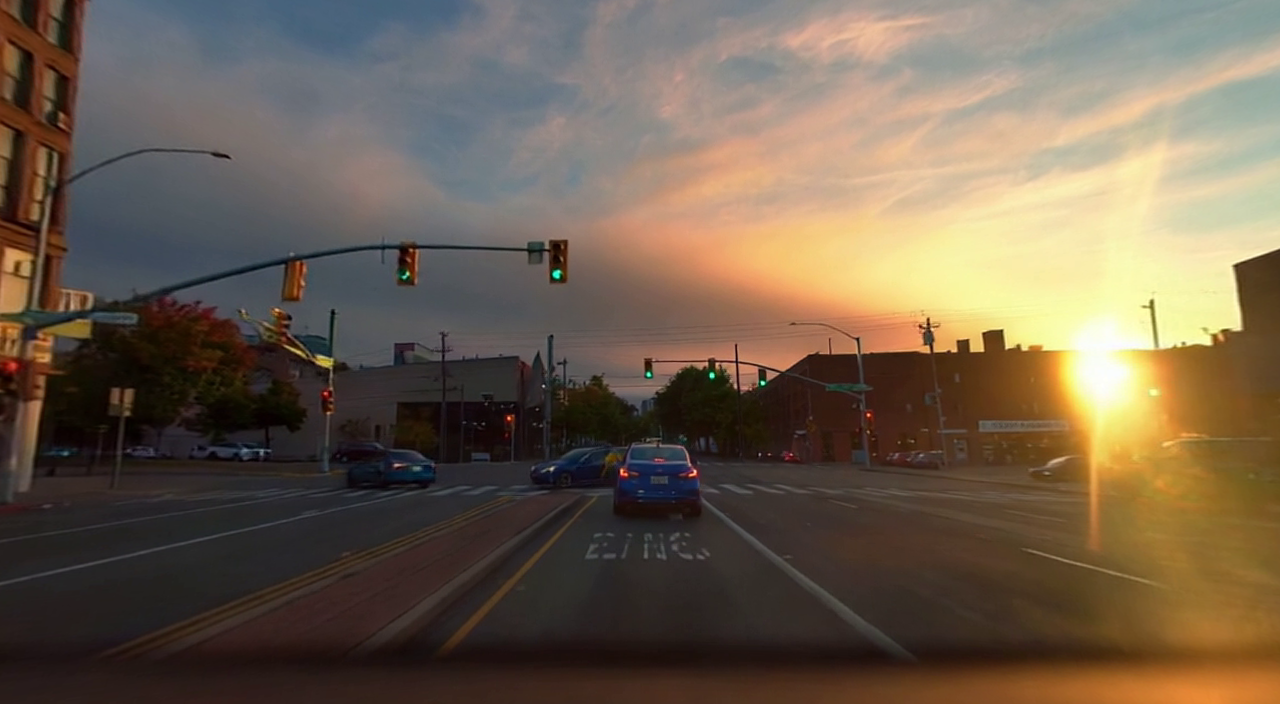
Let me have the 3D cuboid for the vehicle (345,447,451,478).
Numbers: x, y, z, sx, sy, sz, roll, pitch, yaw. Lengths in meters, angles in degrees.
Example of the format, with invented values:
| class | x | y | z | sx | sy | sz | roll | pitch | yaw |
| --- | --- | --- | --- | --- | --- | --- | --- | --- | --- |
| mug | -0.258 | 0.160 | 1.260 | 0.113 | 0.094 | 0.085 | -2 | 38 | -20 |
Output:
| class | x | y | z | sx | sy | sz | roll | pitch | yaw |
| --- | --- | --- | --- | --- | --- | --- | --- | --- | --- |
| vehicle | -11.904 | 5.414 | 31.207 | 4.531 | 1.434 | 1.841 | -2 | -9 | 10 |

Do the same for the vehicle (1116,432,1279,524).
| class | x | y | z | sx | sy | sz | roll | pitch | yaw |
| --- | --- | --- | --- | --- | --- | --- | --- | --- | --- |
| vehicle | 13.927 | 2.696 | 13.801 | 2.309 | 1.819 | 5.793 | 1 | -9 | -3 |

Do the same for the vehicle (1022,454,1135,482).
| class | x | y | z | sx | sy | sz | roll | pitch | yaw |
| --- | --- | --- | --- | --- | --- | --- | --- | --- | --- |
| vehicle | 23.768 | 6.278 | 34.357 | 4.684 | 1.412 | 1.995 | 0 | -9 | -2 |

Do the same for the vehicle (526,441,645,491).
| class | x | y | z | sx | sy | sz | roll | pitch | yaw |
| --- | --- | --- | --- | --- | --- | --- | --- | --- | --- |
| vehicle | -1.997 | 3.853 | 21.732 | 2.213 | 1.489 | 4.626 | 5 | -10 | -31 |

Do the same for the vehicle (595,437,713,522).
| class | x | y | z | sx | sy | sz | roll | pitch | yaw |
| --- | --- | --- | --- | --- | --- | --- | --- | --- | --- |
| vehicle | 0.279 | 2.571 | 13.263 | 2.067 | 1.471 | 4.241 | 0 | -9 | 1 |

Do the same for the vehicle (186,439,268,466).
| class | x | y | z | sx | sy | sz | roll | pitch | yaw |
| --- | --- | --- | --- | --- | --- | --- | --- | --- | --- |
| vehicle | -30.508 | 7.415 | 46.816 | 1.999 | 1.702 | 4.557 | -2 | -7 | 29 |
